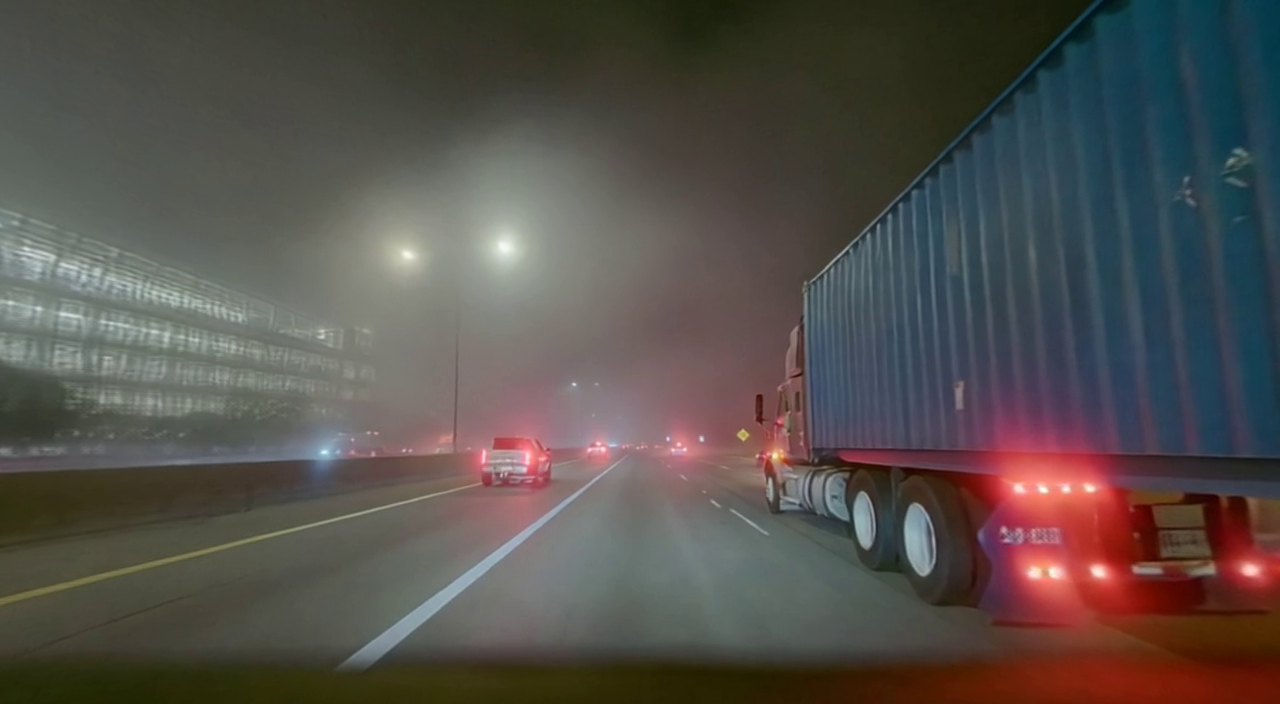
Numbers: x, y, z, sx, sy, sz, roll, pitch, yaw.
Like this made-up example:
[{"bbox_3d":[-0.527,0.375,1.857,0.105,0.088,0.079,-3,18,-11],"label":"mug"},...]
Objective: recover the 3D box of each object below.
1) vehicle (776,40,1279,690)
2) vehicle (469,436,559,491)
[{"bbox_3d":[3.684,0.417,6.801,3.089,3.779,6.420,0,-9,2],"label":"vehicle"},{"bbox_3d":[-3.783,3.427,19.702,1.954,1.528,4.010,0,-9,0],"label":"vehicle"}]
